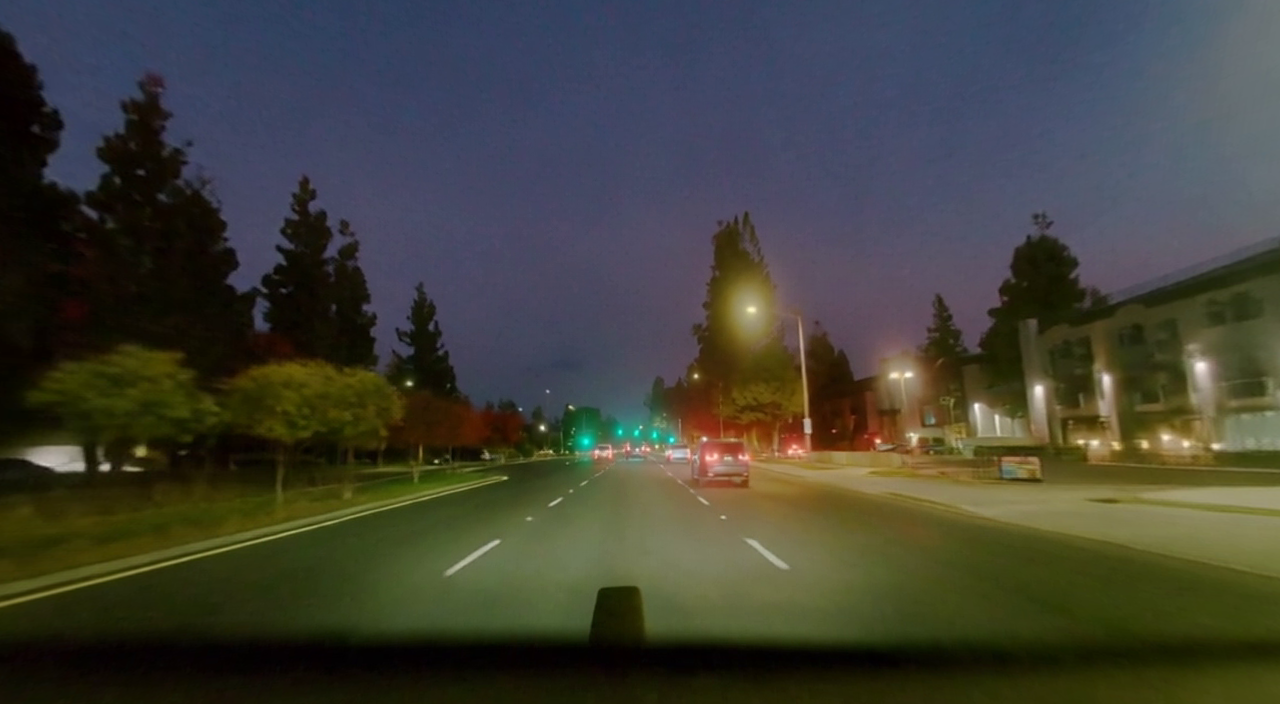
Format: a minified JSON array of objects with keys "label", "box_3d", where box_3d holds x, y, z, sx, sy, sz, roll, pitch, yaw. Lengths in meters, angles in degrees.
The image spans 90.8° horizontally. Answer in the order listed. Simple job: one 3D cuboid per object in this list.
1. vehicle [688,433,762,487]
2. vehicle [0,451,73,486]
[{"label":"vehicle","box_3d":[3.034,3.987,23.592,2.060,1.816,4.343,0,-9,-1]},{"label":"vehicle","box_3d":[-33.269,6.081,33.173,4.932,1.730,1.939,0,-9,-2]}]
